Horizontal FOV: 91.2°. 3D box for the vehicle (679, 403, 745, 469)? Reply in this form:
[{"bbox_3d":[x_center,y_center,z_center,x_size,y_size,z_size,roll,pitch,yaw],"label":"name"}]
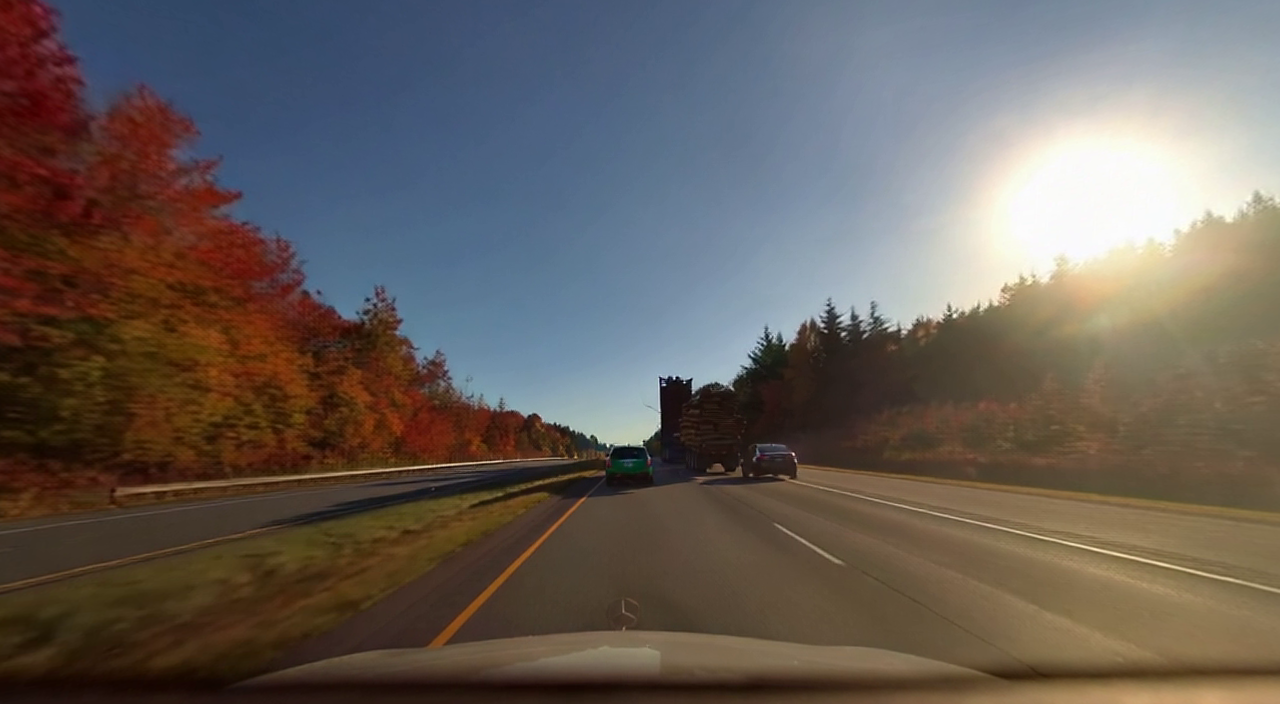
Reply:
[{"bbox_3d":[4.528,5.640,41.519,3.125,3.895,8.461,0,-9,-1],"label":"vehicle"}]

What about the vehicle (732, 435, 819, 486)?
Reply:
[{"bbox_3d":[4.822,3.944,23.031,2.057,1.660,4.525,0,-9,-2],"label":"vehicle"}]

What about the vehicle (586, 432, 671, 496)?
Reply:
[{"bbox_3d":[-0.316,3.322,18.911,2.263,1.699,3.936,0,-9,0],"label":"vehicle"}]
